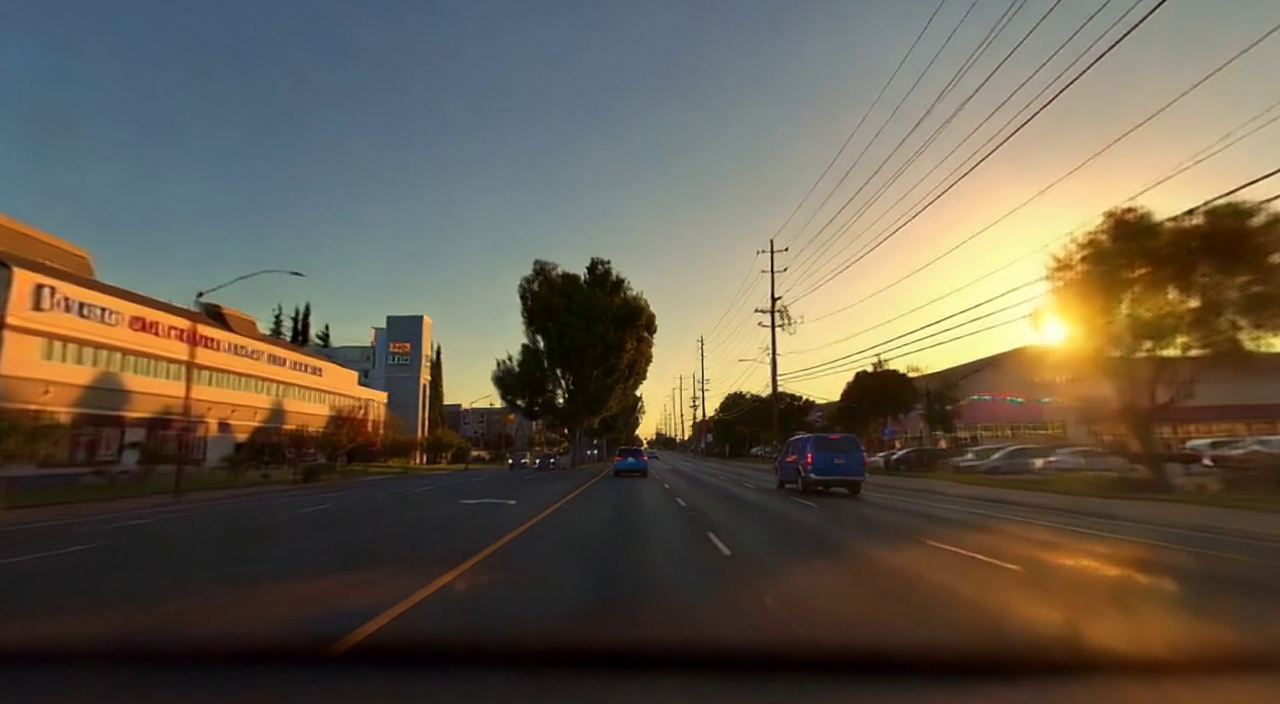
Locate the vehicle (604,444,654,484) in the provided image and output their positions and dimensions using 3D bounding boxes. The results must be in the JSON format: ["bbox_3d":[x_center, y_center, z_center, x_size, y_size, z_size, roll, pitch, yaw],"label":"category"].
[{"bbox_3d":[-0.484,5.064,28.854,2.138,1.672,4.168,0,-9,0],"label":"vehicle"}]

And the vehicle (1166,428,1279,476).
[{"bbox_3d":[27.683,4.525,28.684,2.343,1.886,5.732,-4,-9,0],"label":"vehicle"}]

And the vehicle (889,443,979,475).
[{"bbox_3d":[17.381,6.320,37.344,4.323,1.466,1.878,-5,-9,1],"label":"vehicle"}]

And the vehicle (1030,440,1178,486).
[{"bbox_3d":[17.576,4.210,23.988,4.008,1.432,1.913,-4,-9,0],"label":"vehicle"}]

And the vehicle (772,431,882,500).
[{"bbox_3d":[5.756,3.556,20.087,2.107,1.928,4.471,0,-9,0],"label":"vehicle"}]
